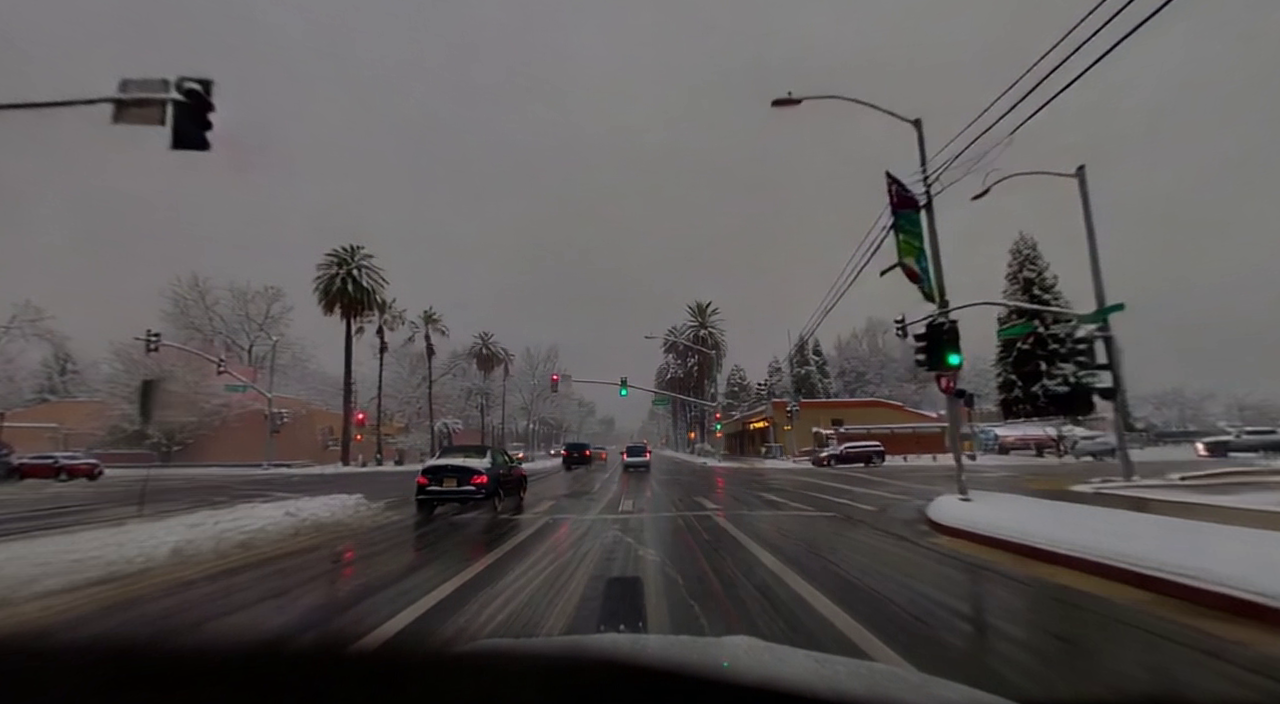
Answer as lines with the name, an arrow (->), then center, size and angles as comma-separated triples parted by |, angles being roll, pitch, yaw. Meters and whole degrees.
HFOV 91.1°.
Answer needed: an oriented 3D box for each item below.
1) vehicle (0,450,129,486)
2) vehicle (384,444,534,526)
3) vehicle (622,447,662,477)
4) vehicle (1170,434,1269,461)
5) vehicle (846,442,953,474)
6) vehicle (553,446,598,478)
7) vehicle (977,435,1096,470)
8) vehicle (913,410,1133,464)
vehicle -> -28.916, 5.800, 31.397 | 4.945, 1.582, 1.938 | -2, -10, -2
vehicle -> -3.775, 2.837, 14.031 | 1.904, 1.513, 4.410 | -1, -8, 2
vehicle -> 0.101, 6.082, 34.908 | 2.094, 1.496, 4.070 | 0, -8, 0
vehicle -> 39.613, 6.521, 42.999 | 4.780, 1.784, 2.092 | 0, -8, -4
vehicle -> 13.238, 5.428, 32.262 | 4.532, 1.504, 2.087 | 0, -8, 0
vehicle -> -3.477, 5.993, 34.476 | 1.979, 1.634, 3.957 | 0, -8, 2
vehicle -> 20.400, 5.172, 32.456 | 4.699, 1.716, 2.108 | 0, -8, -1
vehicle -> 25.953, 5.843, 42.954 | 13.025, 3.480, 3.091 | 0, -9, -2
